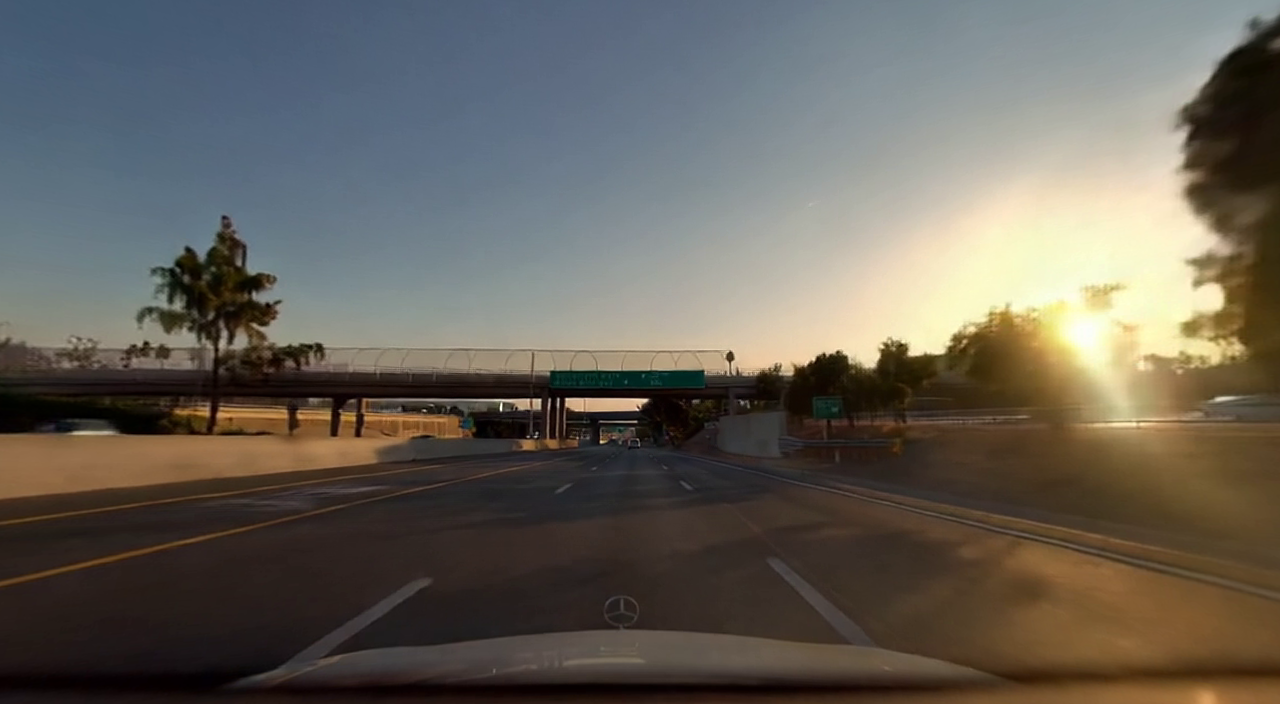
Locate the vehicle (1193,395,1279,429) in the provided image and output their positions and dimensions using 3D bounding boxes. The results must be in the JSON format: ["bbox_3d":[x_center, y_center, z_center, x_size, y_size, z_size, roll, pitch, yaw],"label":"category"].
[{"bbox_3d":[46.426,4.740,48.734,2.307,2.263,6.123,-1,-9,9],"label":"vehicle"}]
